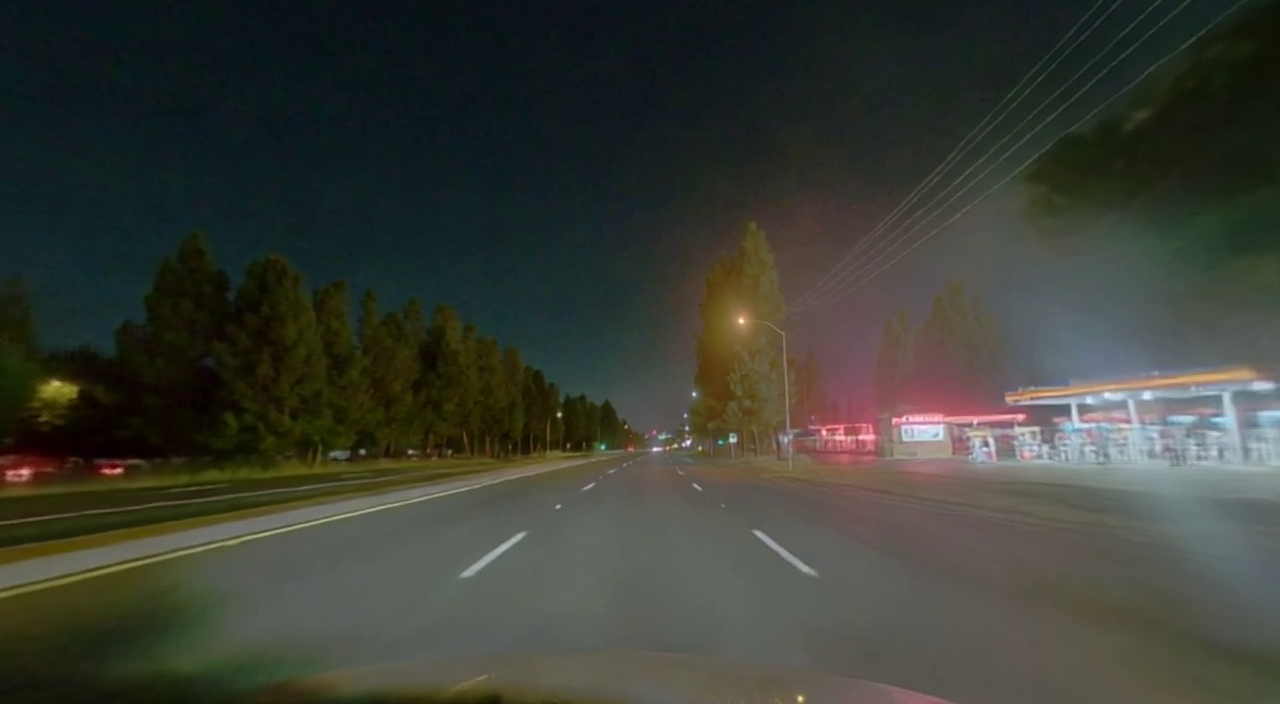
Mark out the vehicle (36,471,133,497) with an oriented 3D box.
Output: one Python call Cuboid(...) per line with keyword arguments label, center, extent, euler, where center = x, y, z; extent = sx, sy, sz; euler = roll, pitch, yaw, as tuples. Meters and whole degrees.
Cuboid(label="vehicle", center=(-37.345, 8.889, 42.630), extent=(1.964, 1.445, 4.518), euler=(-3, -9, 13))
